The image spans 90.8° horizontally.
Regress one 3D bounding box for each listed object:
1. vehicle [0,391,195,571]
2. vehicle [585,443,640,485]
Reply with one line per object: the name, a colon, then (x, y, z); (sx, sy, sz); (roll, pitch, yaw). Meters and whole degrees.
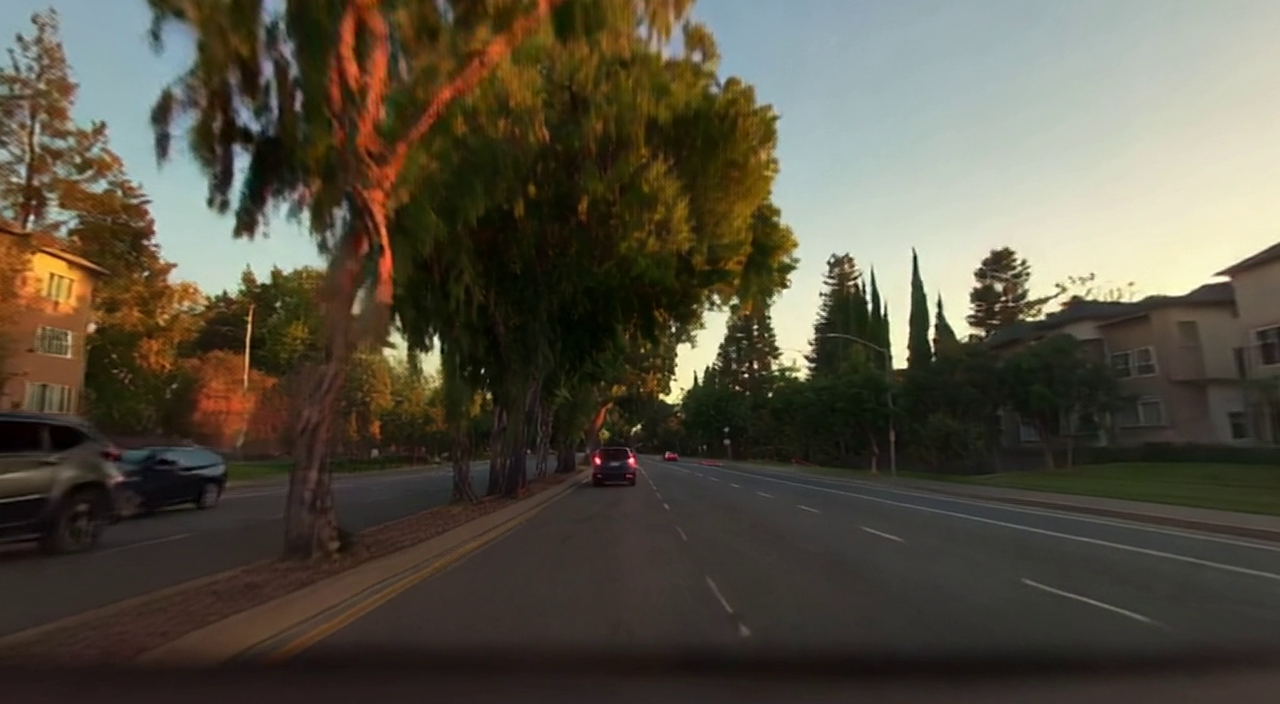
vehicle: (-8.762, 1.623, 8.174); (2.386, 2.101, 4.923); (1, -8, 0)
vehicle: (-1.065, 4.691, 26.746); (2.093, 1.591, 4.247); (0, -8, 0)
